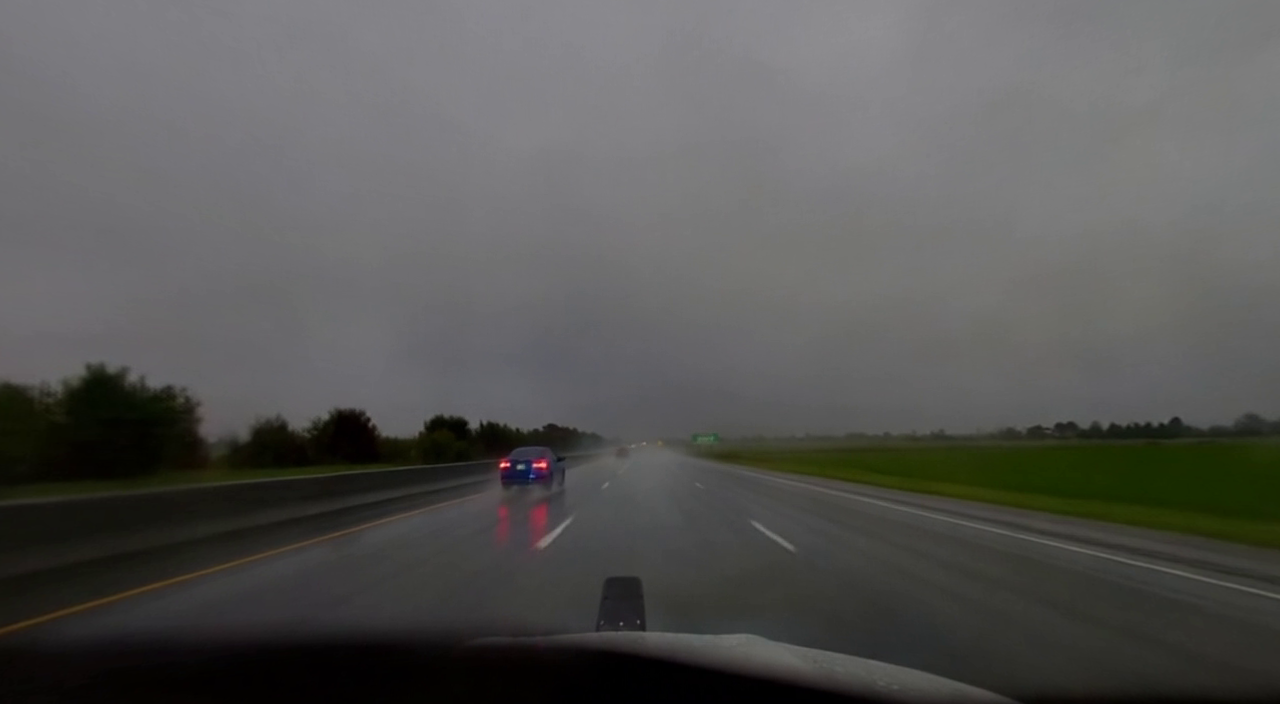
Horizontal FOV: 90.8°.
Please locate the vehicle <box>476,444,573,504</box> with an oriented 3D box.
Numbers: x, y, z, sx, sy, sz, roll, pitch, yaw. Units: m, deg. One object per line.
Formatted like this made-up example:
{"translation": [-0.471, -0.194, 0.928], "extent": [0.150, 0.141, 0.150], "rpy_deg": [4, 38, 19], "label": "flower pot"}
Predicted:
{"translation": [-3.222, 3.512, 18.551], "extent": [1.945, 1.537, 4.294], "rpy_deg": [0, -9, 1], "label": "vehicle"}
